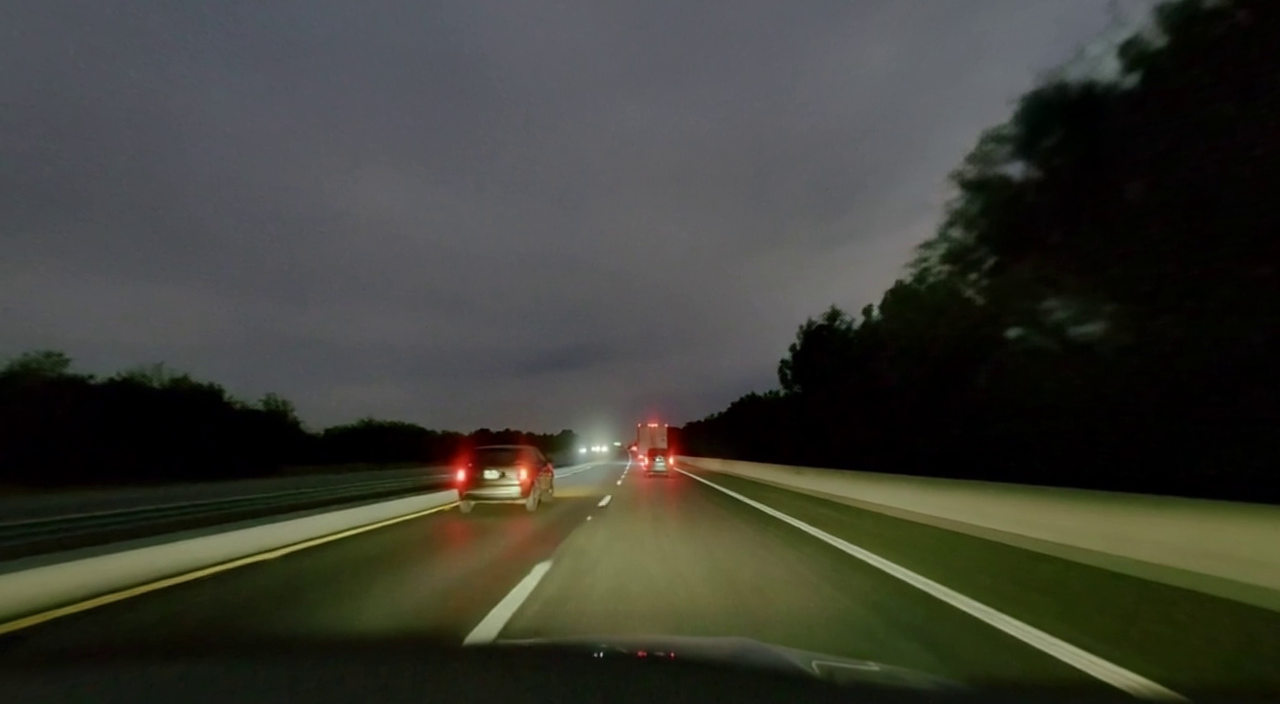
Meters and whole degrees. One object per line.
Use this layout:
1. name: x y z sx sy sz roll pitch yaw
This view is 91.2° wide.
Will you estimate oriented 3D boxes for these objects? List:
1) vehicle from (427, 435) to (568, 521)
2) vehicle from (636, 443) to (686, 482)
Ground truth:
1. vehicle: -3.065 2.843 14.695 2.181 1.653 4.691 0 -9 0
2. vehicle: 0.943 5.300 30.338 2.230 1.715 4.243 0 -9 0
